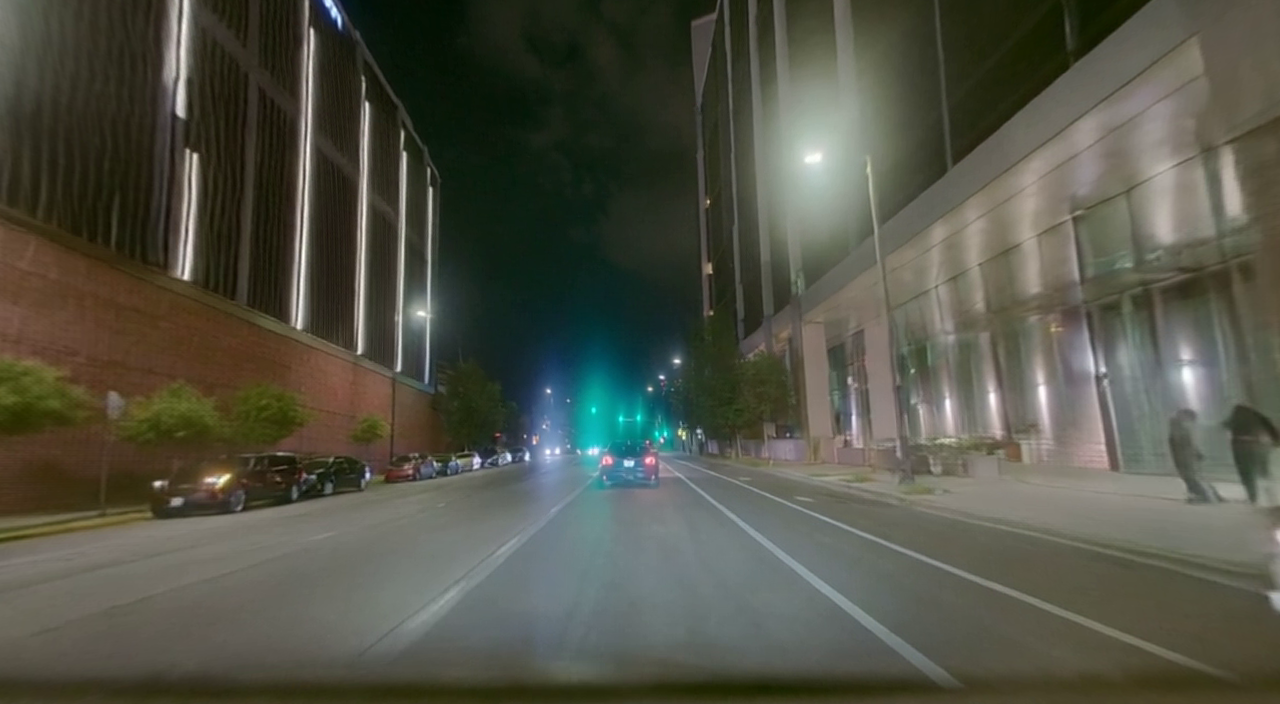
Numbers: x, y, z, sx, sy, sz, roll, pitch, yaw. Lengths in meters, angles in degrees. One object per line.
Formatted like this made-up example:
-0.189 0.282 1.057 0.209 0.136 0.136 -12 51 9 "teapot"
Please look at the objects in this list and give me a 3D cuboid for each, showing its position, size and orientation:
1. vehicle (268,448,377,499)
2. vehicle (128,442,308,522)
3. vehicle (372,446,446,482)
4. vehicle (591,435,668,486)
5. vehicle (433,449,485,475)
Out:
-11.847 4.523 23.975 1.881 1.686 4.451 0 -8 -1 "vehicle"
-11.950 3.648 18.389 2.114 1.938 4.590 -1 -8 -1 "vehicle"
-11.915 5.785 32.979 2.077 1.732 4.704 0 -8 1 "vehicle"
-0.296 3.473 20.510 2.269 1.479 3.980 0 -8 0 "vehicle"
-11.675 7.095 41.125 1.991 1.507 4.879 0 -8 0 "vehicle"
